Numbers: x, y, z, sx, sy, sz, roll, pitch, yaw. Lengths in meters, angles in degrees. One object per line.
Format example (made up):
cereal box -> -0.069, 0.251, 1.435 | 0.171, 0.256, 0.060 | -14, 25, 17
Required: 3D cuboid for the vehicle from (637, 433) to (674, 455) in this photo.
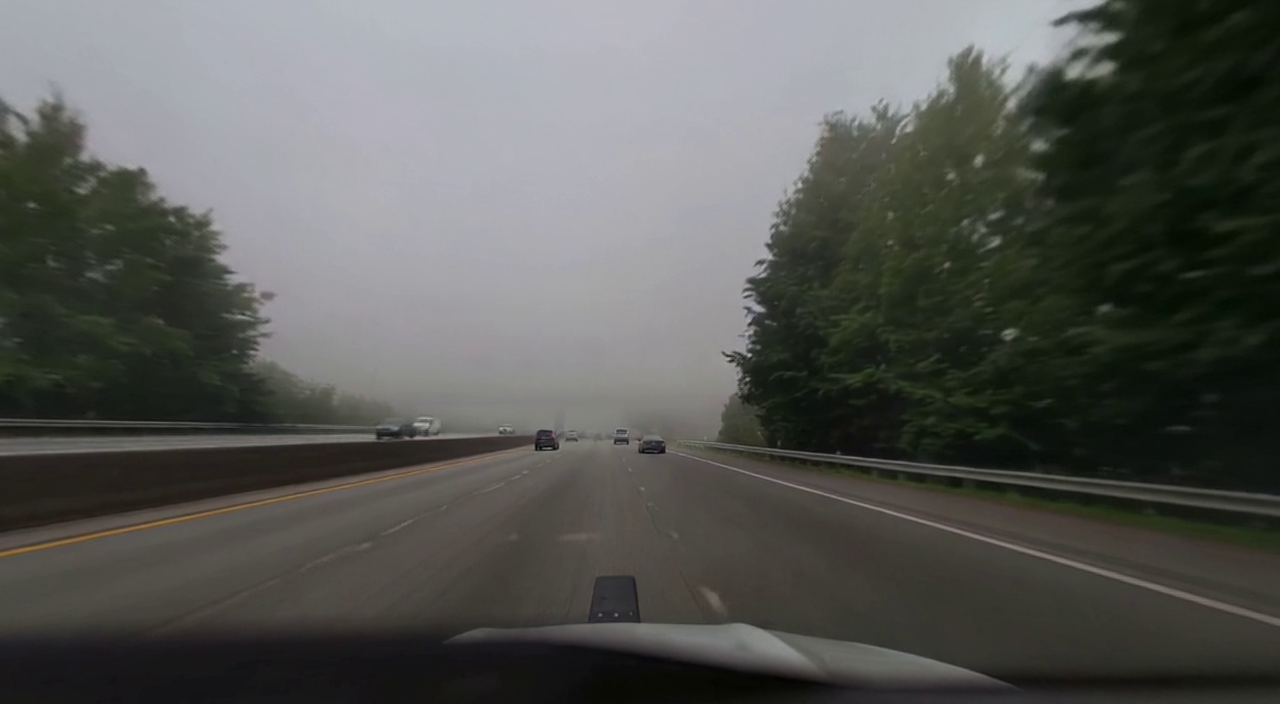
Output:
vehicle -> 0.933, 5.902, 40.424 | 1.999, 1.329, 3.913 | 1, -8, -4
